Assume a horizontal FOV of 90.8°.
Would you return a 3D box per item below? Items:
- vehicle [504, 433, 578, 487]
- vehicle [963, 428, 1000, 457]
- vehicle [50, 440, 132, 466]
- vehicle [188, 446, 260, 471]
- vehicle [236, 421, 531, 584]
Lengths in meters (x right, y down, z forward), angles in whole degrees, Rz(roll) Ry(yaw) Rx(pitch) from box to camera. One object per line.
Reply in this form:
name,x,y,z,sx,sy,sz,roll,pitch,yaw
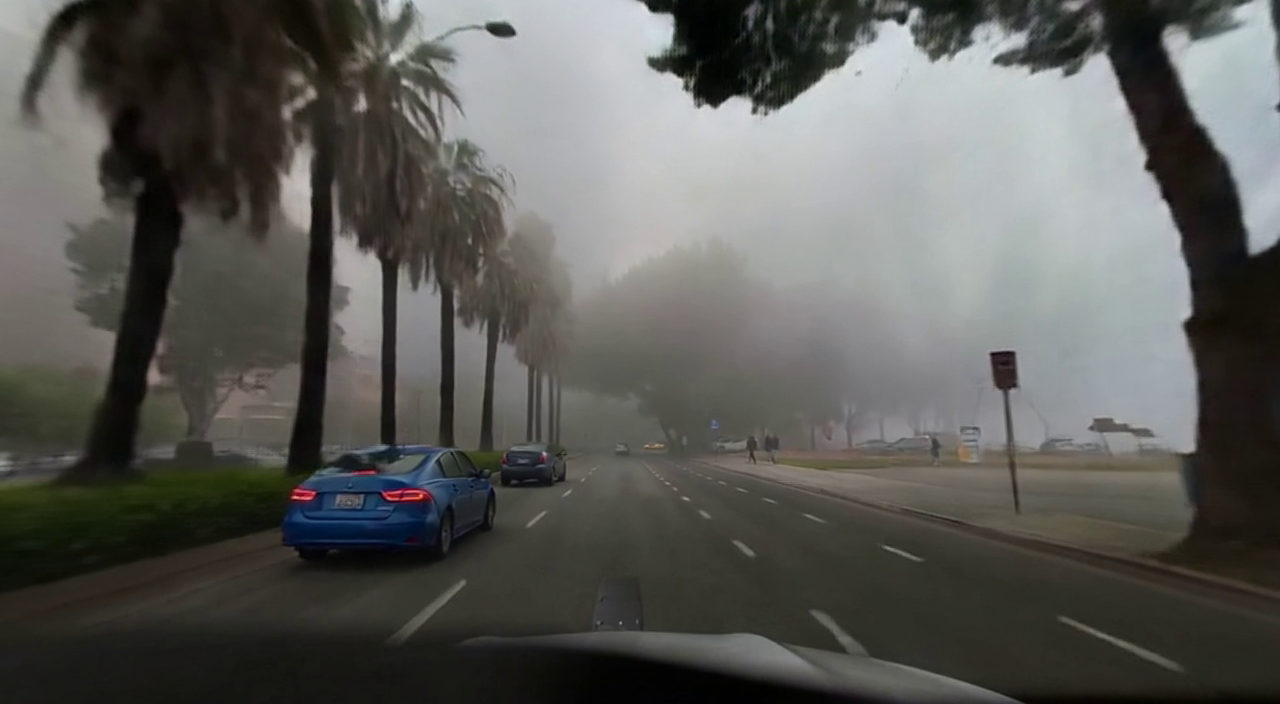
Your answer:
vehicle,-3.346,3.734,22.126,1.894,1.702,3.999,0,-9,0
vehicle,23.955,6.361,44.282,1.679,1.923,3.703,-6,-11,36
vehicle,-43.037,7.933,49.593,4.367,1.957,2.099,1,-9,-2
vehicle,-31.287,8.027,47.745,1.947,1.763,5.176,0,-9,-1
vehicle,-2.845,1.781,8.326,2.071,1.544,4.383,0,-9,-1
